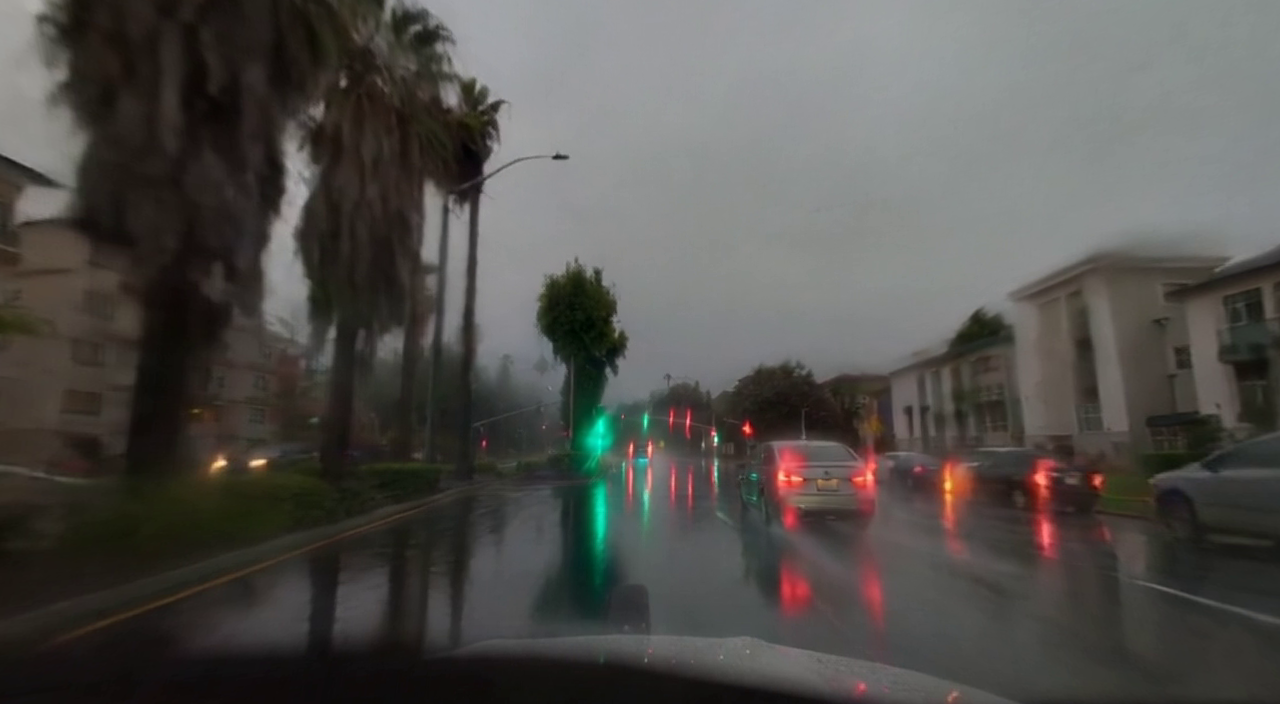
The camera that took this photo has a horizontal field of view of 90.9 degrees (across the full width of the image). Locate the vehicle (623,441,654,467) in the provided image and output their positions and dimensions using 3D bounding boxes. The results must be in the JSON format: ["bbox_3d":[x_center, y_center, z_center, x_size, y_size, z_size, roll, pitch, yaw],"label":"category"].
[{"bbox_3d":[-0.067,7.254,44.958,2.087,1.709,4.076,0,-9,1],"label":"vehicle"}]

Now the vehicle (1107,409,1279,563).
[{"bbox_3d":[9.954,1.798,8.425,2.618,2.048,6.195,0,-9,0],"label":"vehicle"}]

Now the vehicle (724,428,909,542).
[{"bbox_3d":[2.846,2.251,11.324,2.009,1.639,4.267,0,-9,-1],"label":"vehicle"}]

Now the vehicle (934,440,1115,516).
[{"bbox_3d":[10.125,3.307,17.150,1.982,1.766,4.555,0,-9,-1],"label":"vehicle"}]

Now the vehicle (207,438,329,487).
[{"bbox_3d":[-15.549,4.625,26.741,2.180,1.830,4.924,0,-9,-1],"label":"vehicle"}]
